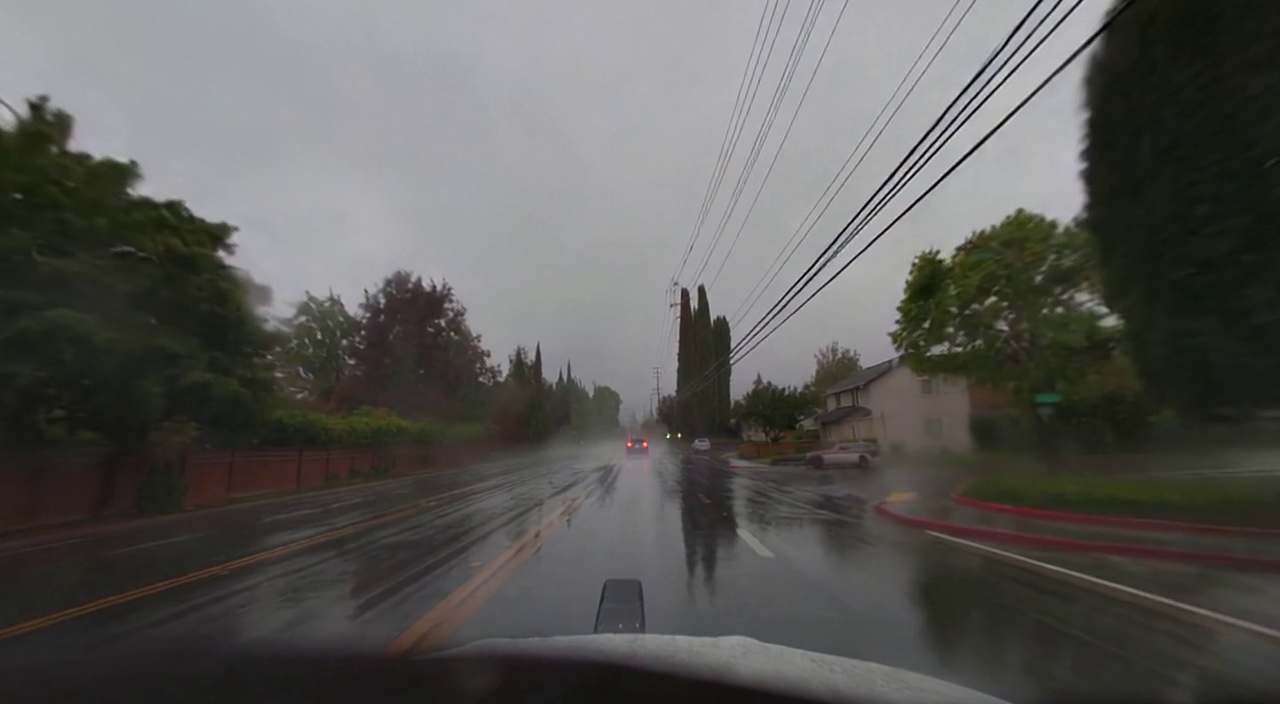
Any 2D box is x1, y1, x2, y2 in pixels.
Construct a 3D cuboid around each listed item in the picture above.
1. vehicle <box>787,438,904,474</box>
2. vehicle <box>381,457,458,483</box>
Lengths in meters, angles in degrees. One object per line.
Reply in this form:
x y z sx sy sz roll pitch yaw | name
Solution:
8.761 4.475 27.209 4.487 1.461 1.874 -1 -9 8 | vehicle
-12.187 6.548 35.118 2.530 1.265 4.495 -1 -8 2 | vehicle
